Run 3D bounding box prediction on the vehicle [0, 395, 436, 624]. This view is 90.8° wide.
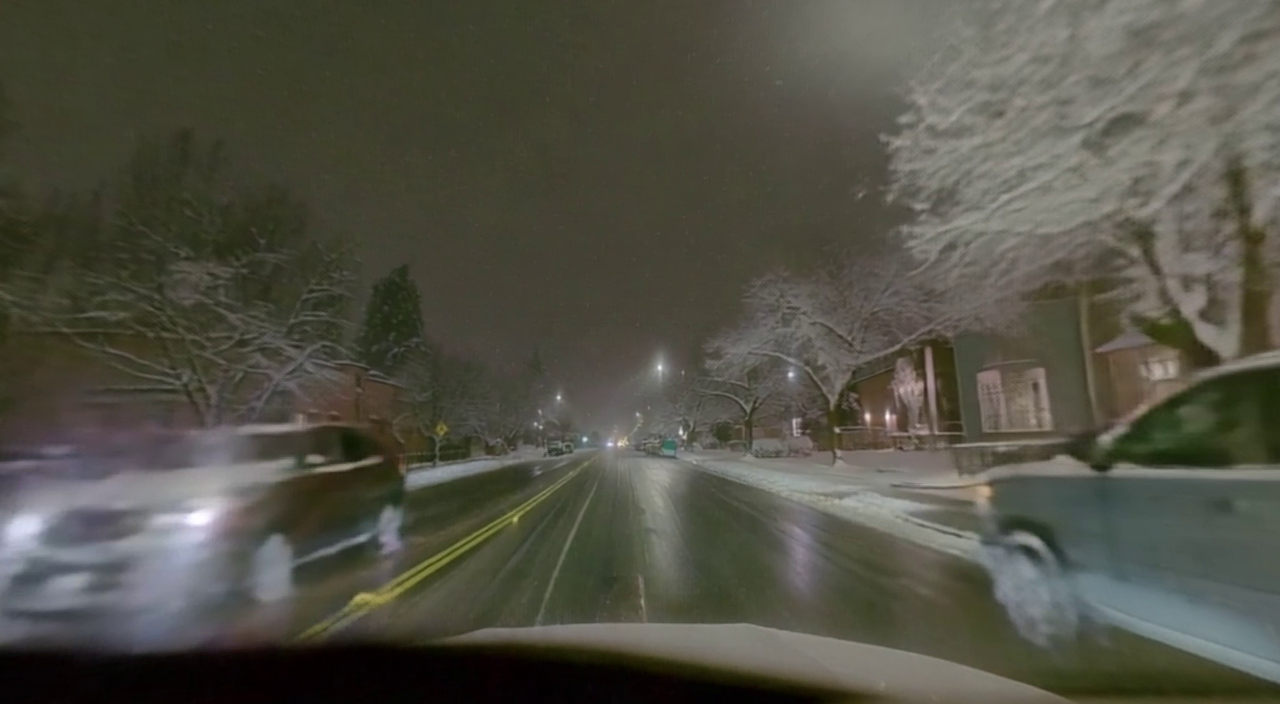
[{"bbox_3d":[-4.091,1.560,7.240,2.088,1.772,4.375,0,-8,-1],"label":"vehicle"}]

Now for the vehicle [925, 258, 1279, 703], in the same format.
[{"bbox_3d":[3.593,0.677,2.505,2.393,2.012,5.060,0,-8,-2],"label":"vehicle"}]

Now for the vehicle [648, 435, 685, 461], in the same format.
[{"bbox_3d":[1.964,7.310,48.219,2.248,1.821,5.021,0,-8,-4],"label":"vehicle"}]
